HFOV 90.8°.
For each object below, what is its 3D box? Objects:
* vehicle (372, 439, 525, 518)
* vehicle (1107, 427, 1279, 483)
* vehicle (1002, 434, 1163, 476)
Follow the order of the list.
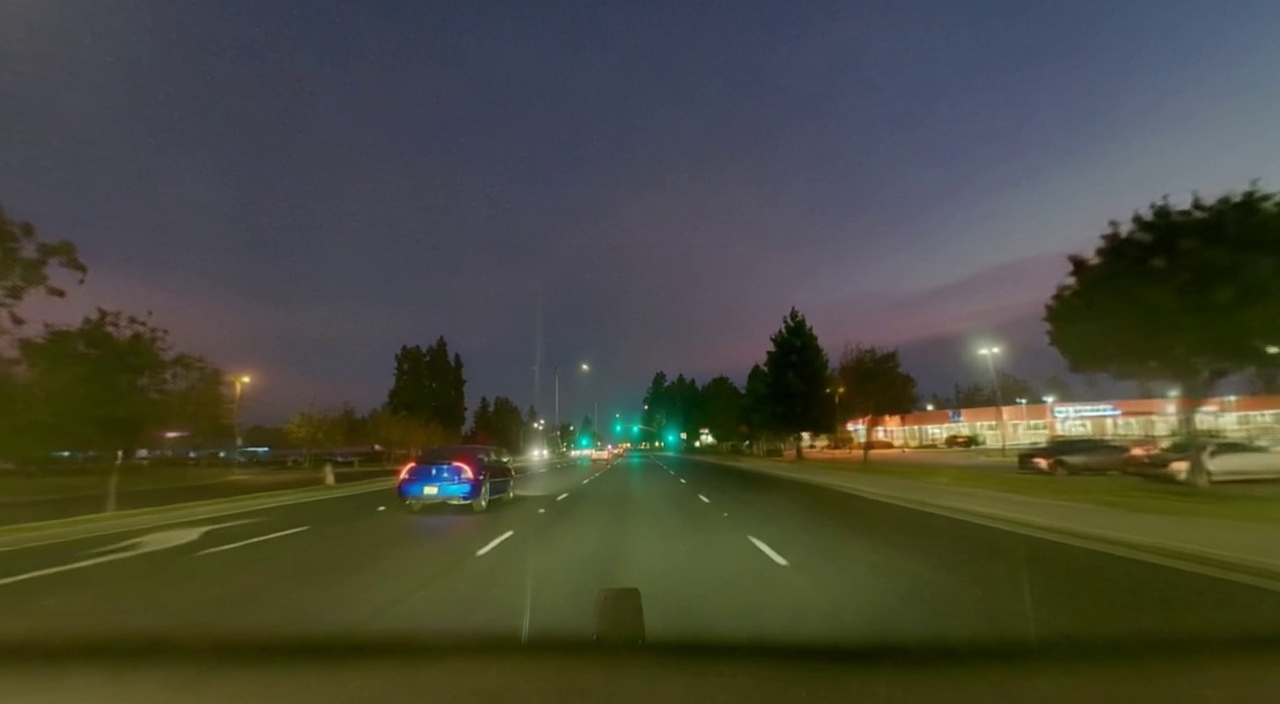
[{"bbox_3d":[-4.009,2.709,14.134,2.003,1.454,4.484,0,-9,0],"label":"vehicle"},{"bbox_3d":[16.084,2.899,17.869,4.197,1.466,1.930,0,-9,-2],"label":"vehicle"},{"bbox_3d":[16.266,3.810,23.427,4.429,1.459,1.967,0,-9,2],"label":"vehicle"}]
